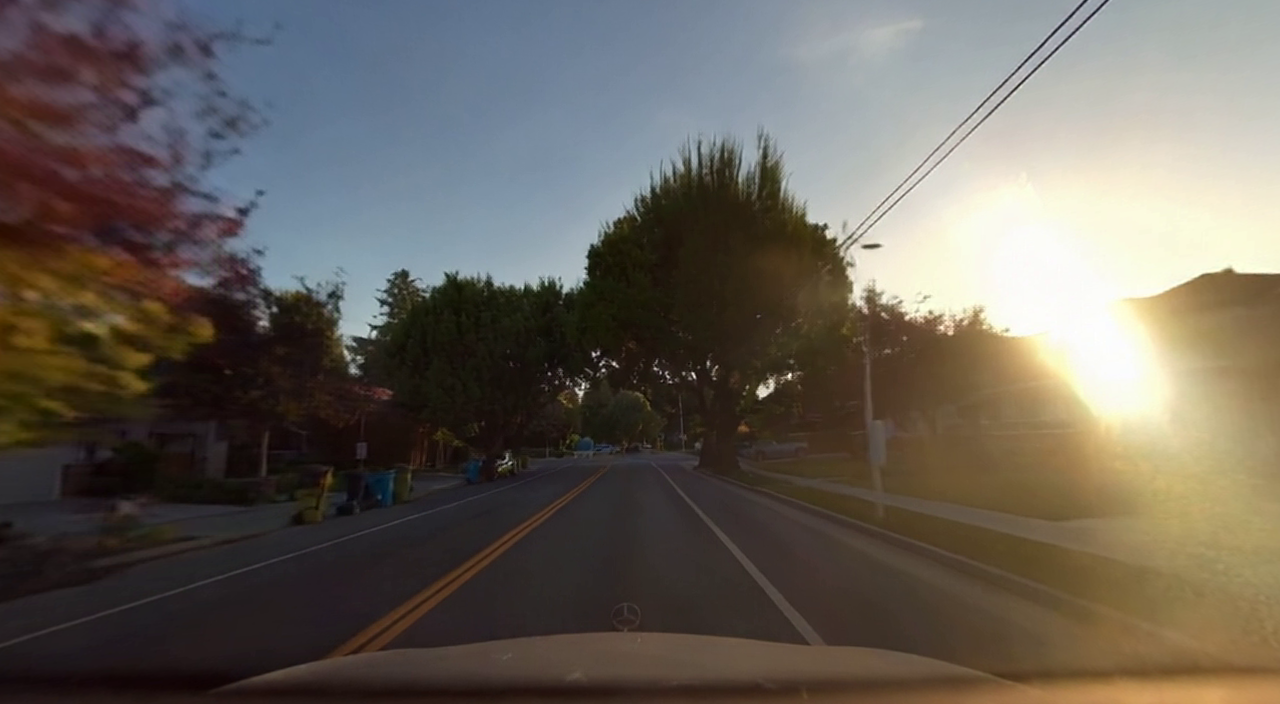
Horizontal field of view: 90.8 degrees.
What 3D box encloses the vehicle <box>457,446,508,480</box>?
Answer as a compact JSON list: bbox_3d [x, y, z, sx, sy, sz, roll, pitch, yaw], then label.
[{"bbox_3d":[-9.474,6.654,38.224,1.998,1.689,4.384,-4,-7,-2],"label":"vehicle"}]
